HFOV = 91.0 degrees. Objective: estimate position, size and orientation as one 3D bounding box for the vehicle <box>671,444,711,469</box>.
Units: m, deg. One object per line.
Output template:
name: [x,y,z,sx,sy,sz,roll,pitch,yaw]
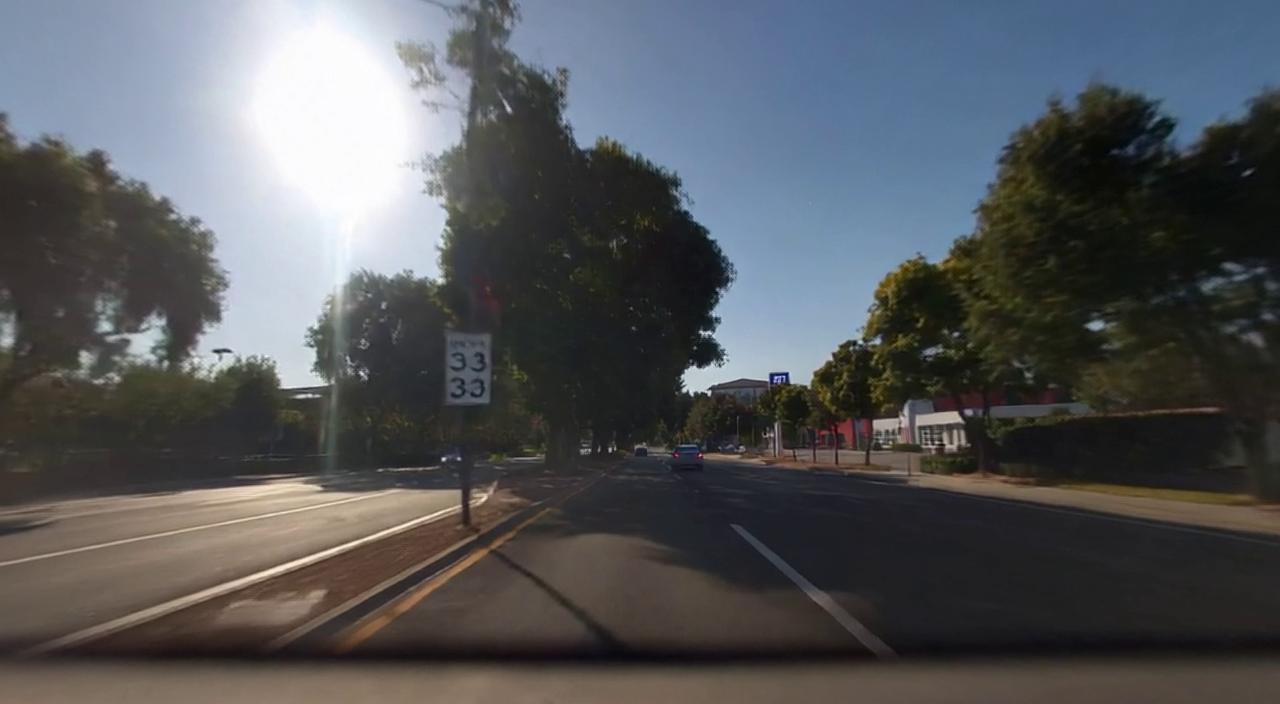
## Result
vehicle: [3.117,6.549,39.683,2.015,1.479,4.444,0,-8,-2]
